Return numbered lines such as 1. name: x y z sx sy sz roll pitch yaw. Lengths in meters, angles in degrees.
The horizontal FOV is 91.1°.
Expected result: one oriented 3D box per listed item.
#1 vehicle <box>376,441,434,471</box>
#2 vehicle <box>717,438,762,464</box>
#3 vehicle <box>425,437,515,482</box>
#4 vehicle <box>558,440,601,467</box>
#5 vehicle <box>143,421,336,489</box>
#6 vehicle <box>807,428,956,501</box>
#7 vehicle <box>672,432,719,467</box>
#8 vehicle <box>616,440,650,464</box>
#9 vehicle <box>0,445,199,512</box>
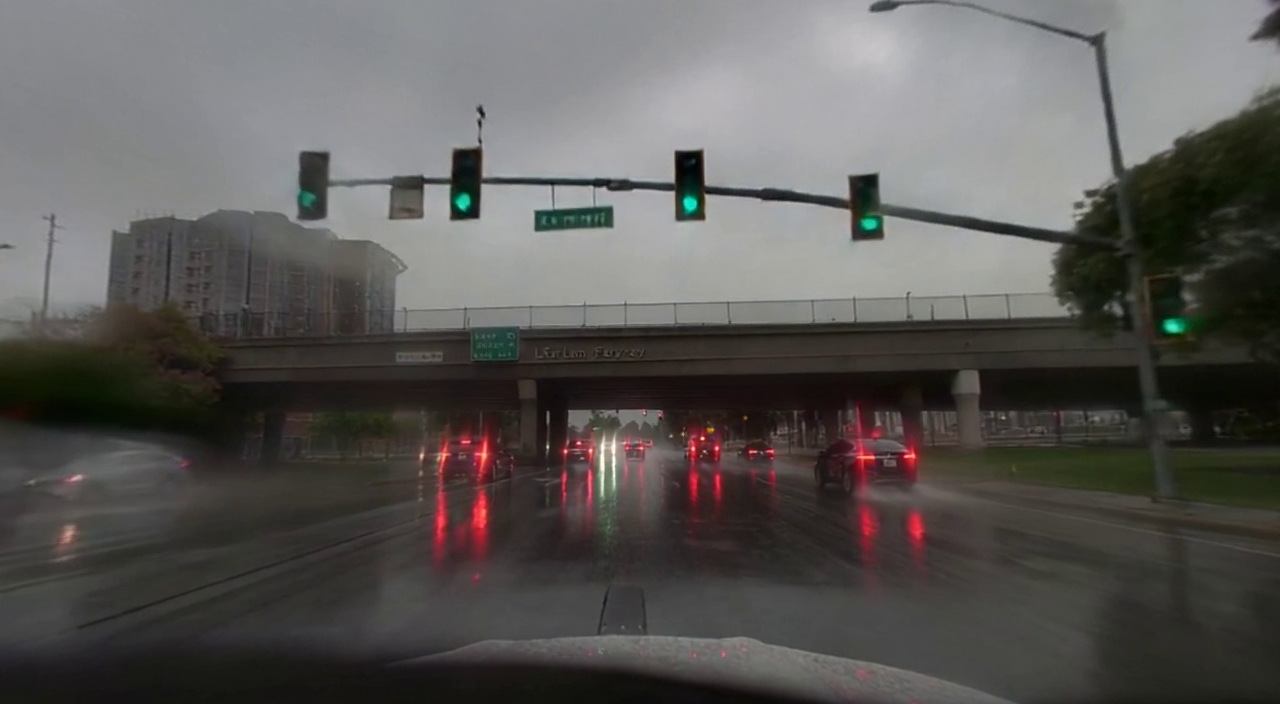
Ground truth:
1. vehicle: -15.418 6.836 41.469 2.127 1.830 4.554 0 -8 -1
2. vehicle: 6.076 6.131 38.951 1.924 1.527 4.268 0 -8 -2
3. vehicle: -6.058 3.883 22.973 2.070 1.488 4.376 0 -8 0
4. vehicle: -3.394 5.806 36.041 2.041 1.466 4.212 0 -8 0
5. vehicle: -19.224 5.053 31.346 3.019 2.822 10.028 0 -8 0
6. vehicle: 6.101 2.893 16.562 2.056 1.624 4.498 0 -8 -1
7. vehicle: 2.929 5.236 33.866 2.034 1.762 4.420 0 -8 -1
8. vehicle: -0.451 6.367 40.138 2.026 1.453 3.780 0 -8 -1
9. vehicle: -15.264 3.484 17.912 1.975 1.648 4.545 0 -8 0
